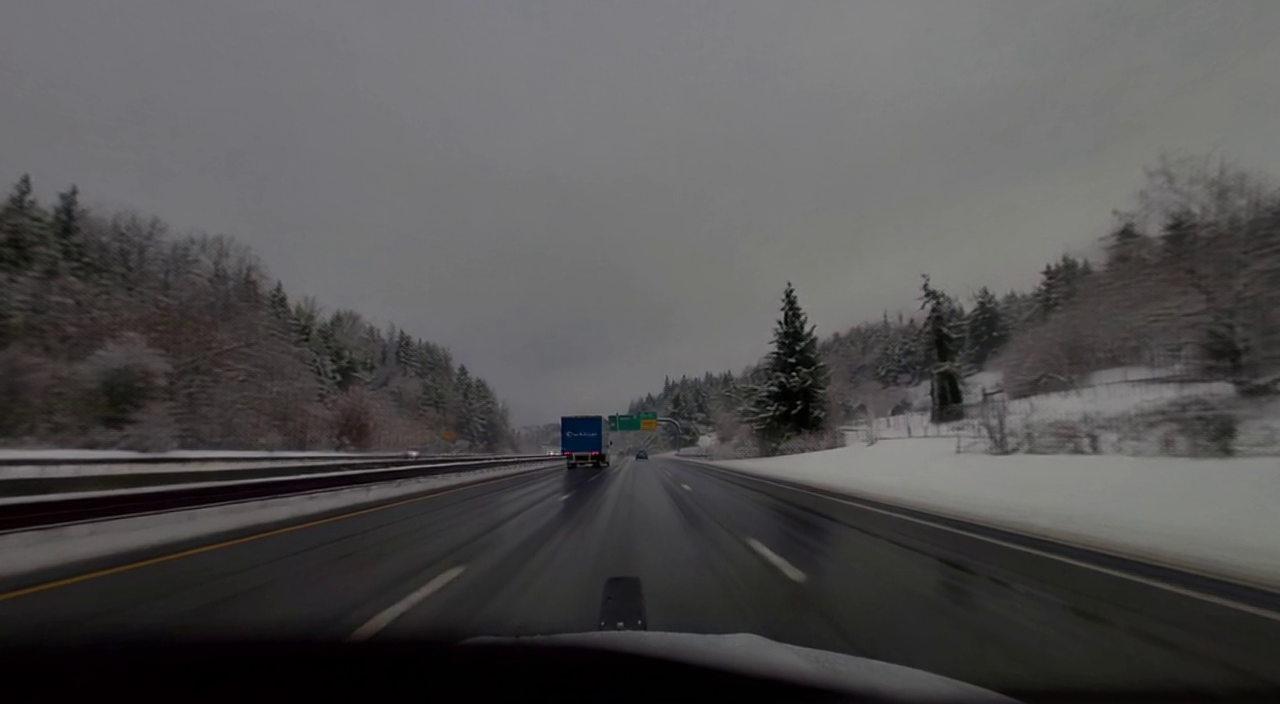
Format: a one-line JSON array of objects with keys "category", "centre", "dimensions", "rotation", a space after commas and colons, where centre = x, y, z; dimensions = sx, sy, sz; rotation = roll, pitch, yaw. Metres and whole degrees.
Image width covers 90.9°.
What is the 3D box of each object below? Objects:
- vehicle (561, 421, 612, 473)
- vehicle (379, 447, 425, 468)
[{"category": "vehicle", "centre": [-3.399, 6.283, 41.632], "dimensions": [2.695, 3.151, 6.885], "rotation": [0, -9, 1]}, {"category": "vehicle", "centre": [-17.591, 7.798, 46.671], "dimensions": [1.757, 1.491, 4.055], "rotation": [0, -9, 1]}]
